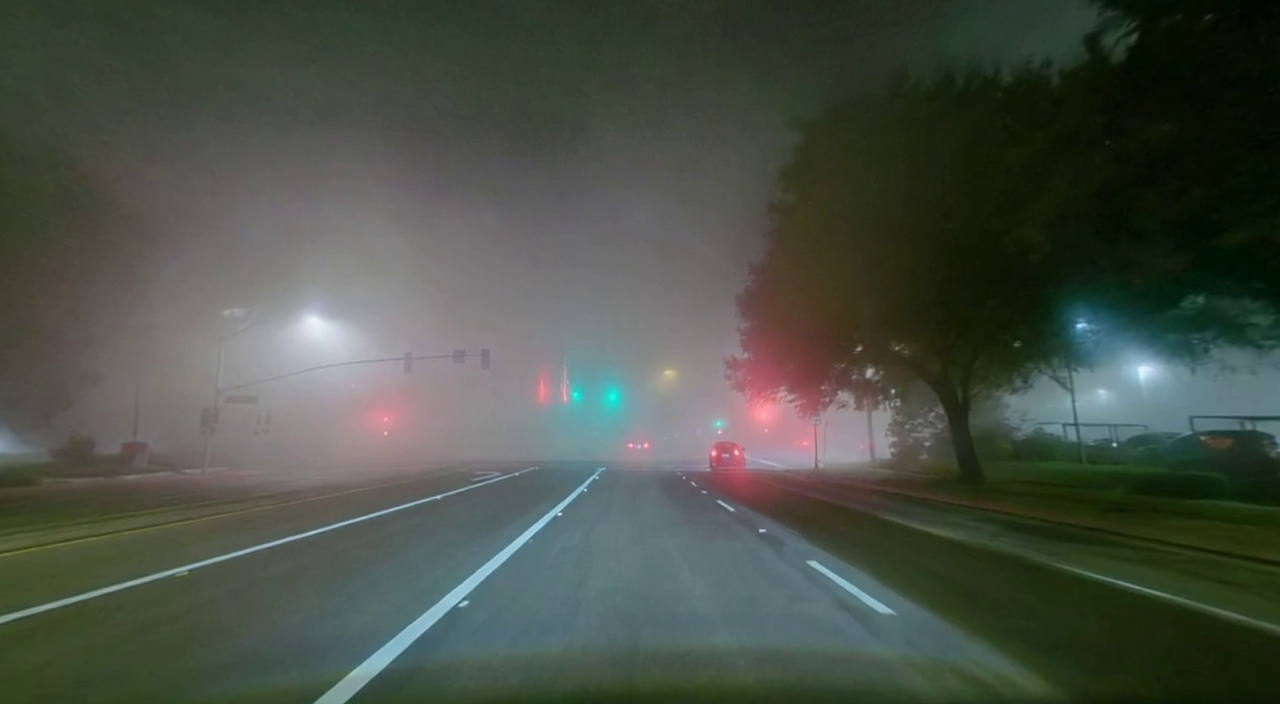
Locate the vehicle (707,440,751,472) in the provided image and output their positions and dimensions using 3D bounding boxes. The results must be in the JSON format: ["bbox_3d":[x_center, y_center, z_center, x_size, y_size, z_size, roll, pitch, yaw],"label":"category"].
[{"bbox_3d":[5.127,5.952,36.519,2.289,1.503,4.595,3,-7,8],"label":"vehicle"}]

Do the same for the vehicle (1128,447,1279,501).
[{"bbox_3d":[16.332,3.411,17.940,3.631,1.372,1.825,-8,-12,43],"label":"vehicle"}]
